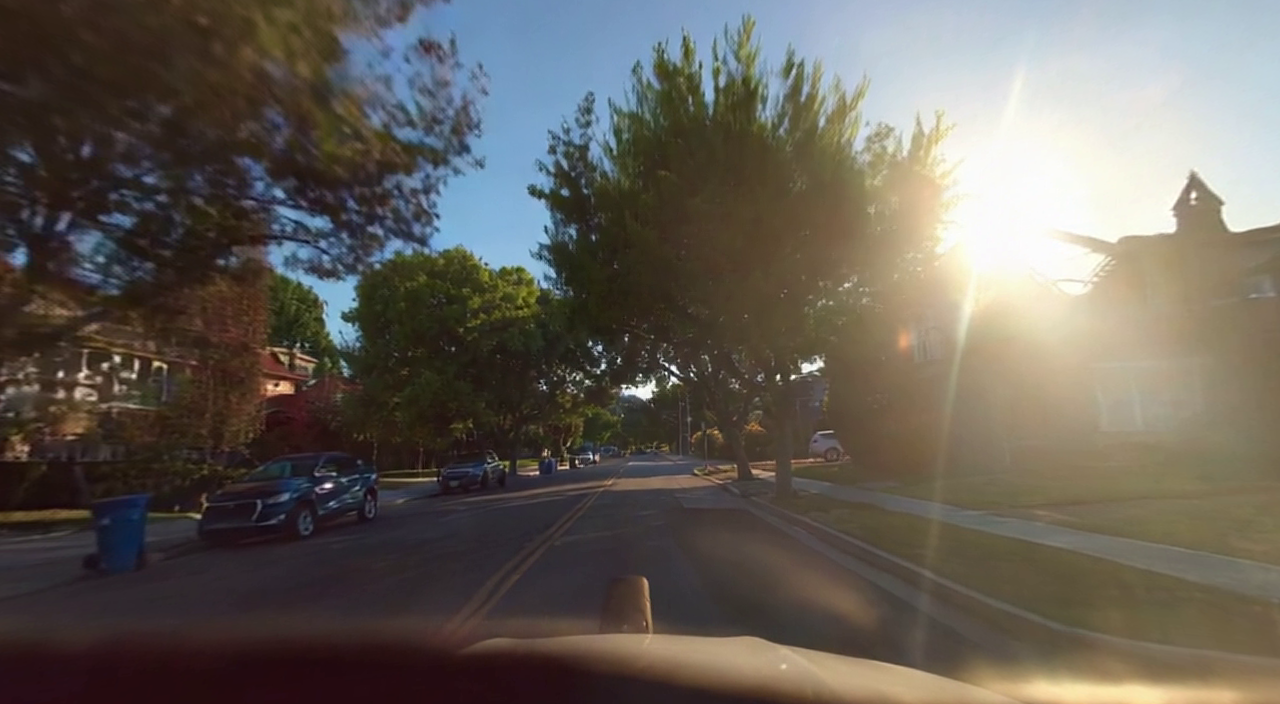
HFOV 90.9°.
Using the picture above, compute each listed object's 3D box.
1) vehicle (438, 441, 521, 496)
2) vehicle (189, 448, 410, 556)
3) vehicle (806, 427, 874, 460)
[{"bbox_3d":[-6.379,4.636,25.603,2.169,1.871,4.762,-3,-8,-1],"label":"vehicle"},{"bbox_3d":[-6.316,2.759,12.407,1.945,1.530,4.430,-4,-8,-1],"label":"vehicle"},{"bbox_3d":[11.389,5.282,36.321,2.189,1.756,5.053,1,-9,-1],"label":"vehicle"}]
